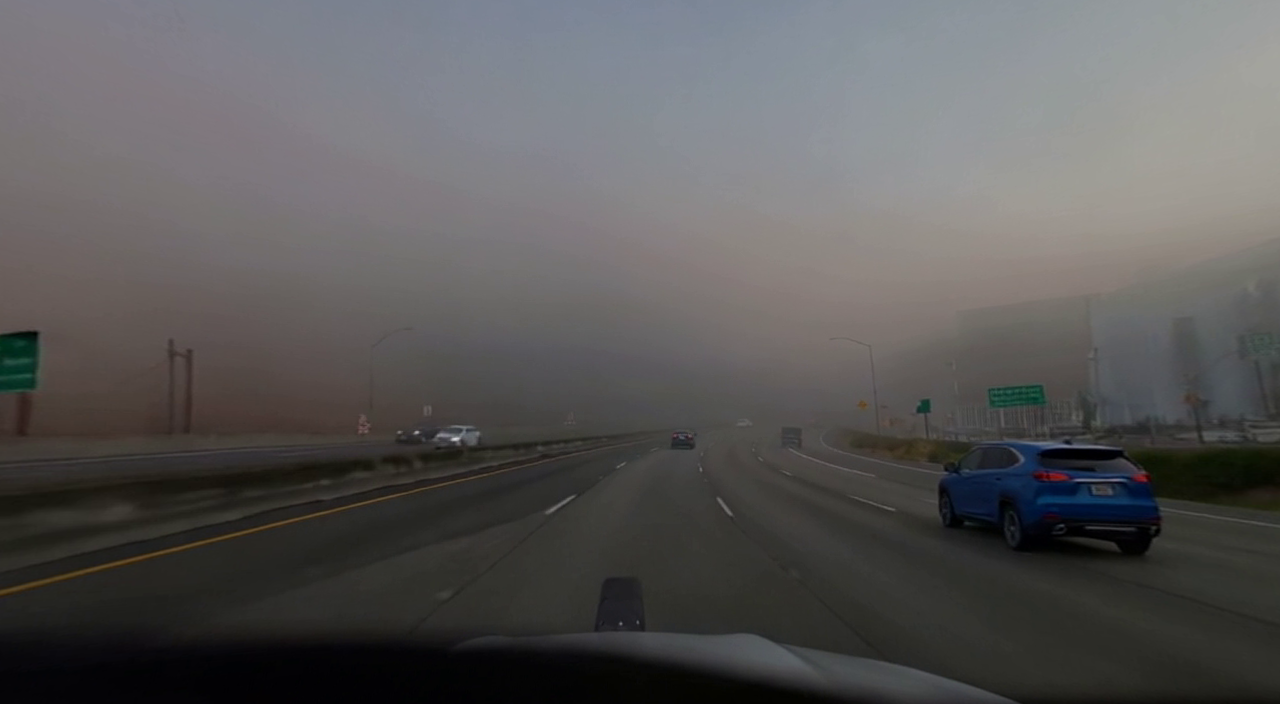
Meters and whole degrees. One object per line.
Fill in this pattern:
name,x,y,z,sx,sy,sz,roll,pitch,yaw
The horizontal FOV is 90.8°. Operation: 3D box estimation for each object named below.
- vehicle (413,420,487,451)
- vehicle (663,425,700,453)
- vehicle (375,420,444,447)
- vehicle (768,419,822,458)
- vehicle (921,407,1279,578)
vehicle,-10.257,4.607,34.565,2.179,1.522,4.505,-1,-9,7
vehicle,2.874,5.938,42.939,2.181,1.768,4.383,-1,-9,9
vehicle,-13.506,4.879,37.369,2.030,1.457,4.365,-1,-9,6
vehicle,9.622,5.509,39.811,2.526,2.230,6.190,0,-9,7
vehicle,5.685,1.706,8.451,2.097,1.659,4.320,0,-9,4
